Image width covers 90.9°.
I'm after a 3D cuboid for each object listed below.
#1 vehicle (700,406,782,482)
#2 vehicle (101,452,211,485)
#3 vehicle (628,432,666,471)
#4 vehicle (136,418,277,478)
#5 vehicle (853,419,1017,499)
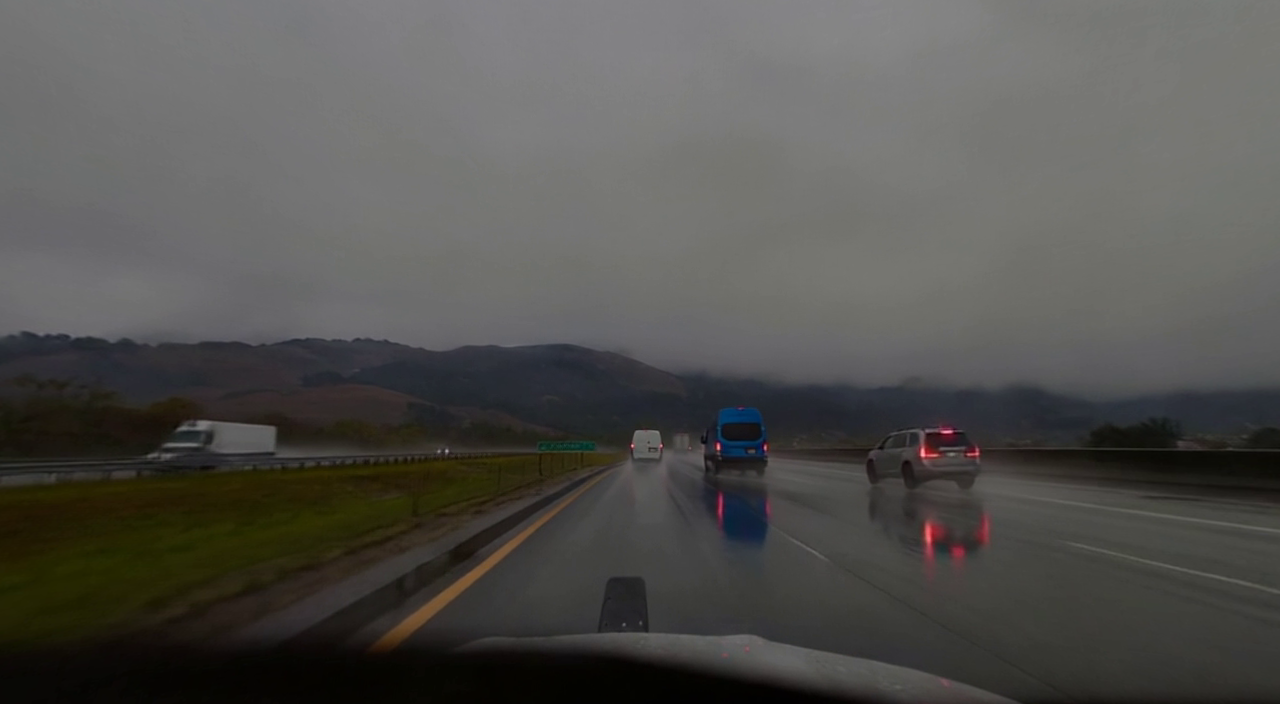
[{"bbox_3d":[3.867,3.721,25.484,2.302,2.670,6.176,0,-8,0],"label":"vehicle"},{"bbox_3d":[-24.284,5.815,31.877,1.865,1.488,4.598,0,-8,0],"label":"vehicle"},{"bbox_3d":[0.412,5.918,37.685,2.131,2.122,4.473,0,-8,0],"label":"vehicle"},{"bbox_3d":[-28.362,6.348,42.039,2.943,3.541,8.963,0,-8,0],"label":"vehicle"},{"bbox_3d":[7.956,2.947,17.733,2.240,1.925,4.854,0,-8,0],"label":"vehicle"}]
